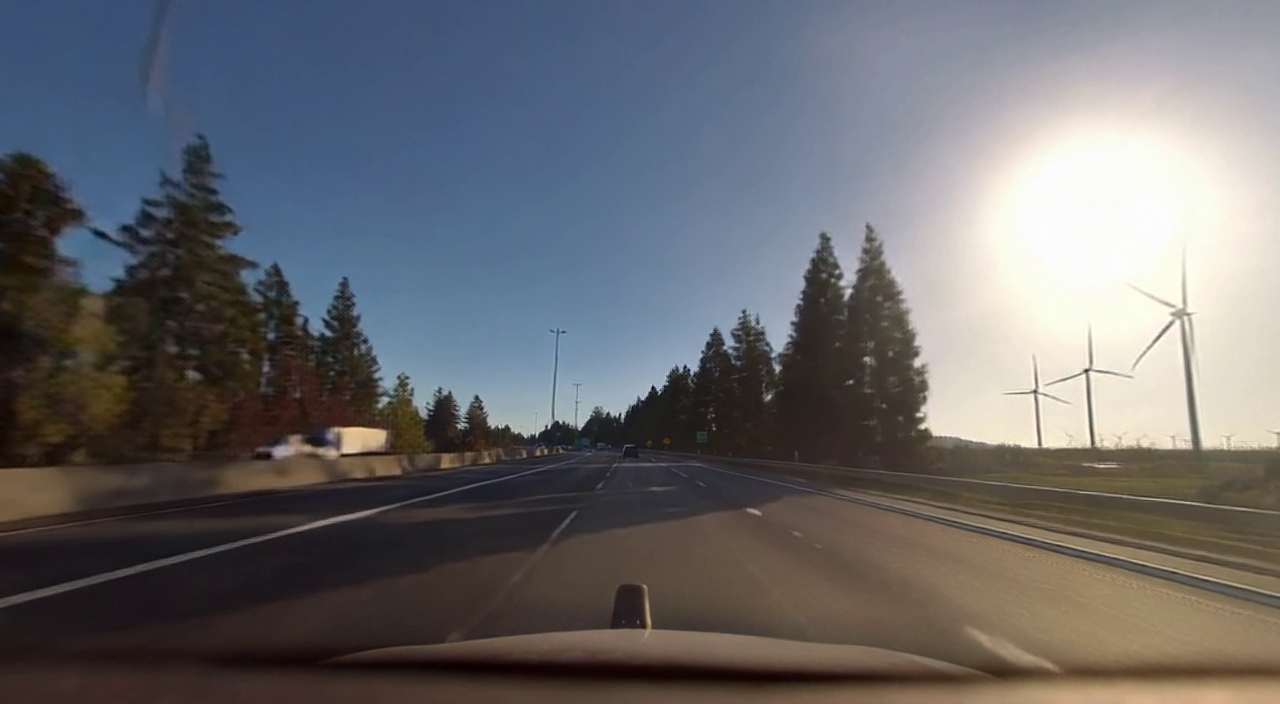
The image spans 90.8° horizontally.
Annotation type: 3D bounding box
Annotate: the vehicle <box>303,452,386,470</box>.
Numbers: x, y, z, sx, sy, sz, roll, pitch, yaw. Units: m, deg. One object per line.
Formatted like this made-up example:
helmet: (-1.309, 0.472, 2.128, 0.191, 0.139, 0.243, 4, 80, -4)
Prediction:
vehicle: (-16.120, 5.981, 34.738, 2.155, 0.878, 4.815, 0, -9, 2)

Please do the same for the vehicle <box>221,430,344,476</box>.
vehicle: (-16.135, 4.608, 28.955, 2.299, 1.894, 5.687, 0, -9, 0)
